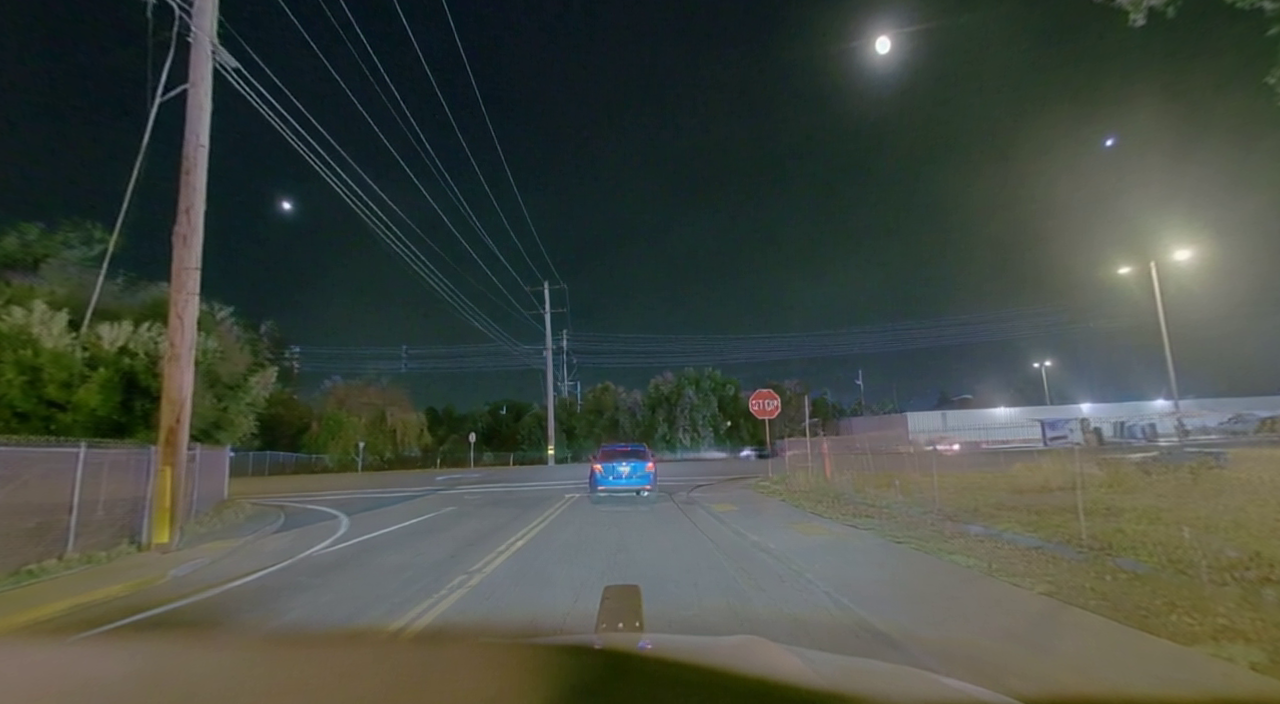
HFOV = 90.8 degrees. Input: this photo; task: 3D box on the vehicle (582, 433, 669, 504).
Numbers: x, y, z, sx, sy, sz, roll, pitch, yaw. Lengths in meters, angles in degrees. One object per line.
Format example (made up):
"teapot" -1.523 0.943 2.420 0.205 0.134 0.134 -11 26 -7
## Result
"vehicle" -0.476 3.150 17.572 2.137 1.698 4.166 0 -8 -3
